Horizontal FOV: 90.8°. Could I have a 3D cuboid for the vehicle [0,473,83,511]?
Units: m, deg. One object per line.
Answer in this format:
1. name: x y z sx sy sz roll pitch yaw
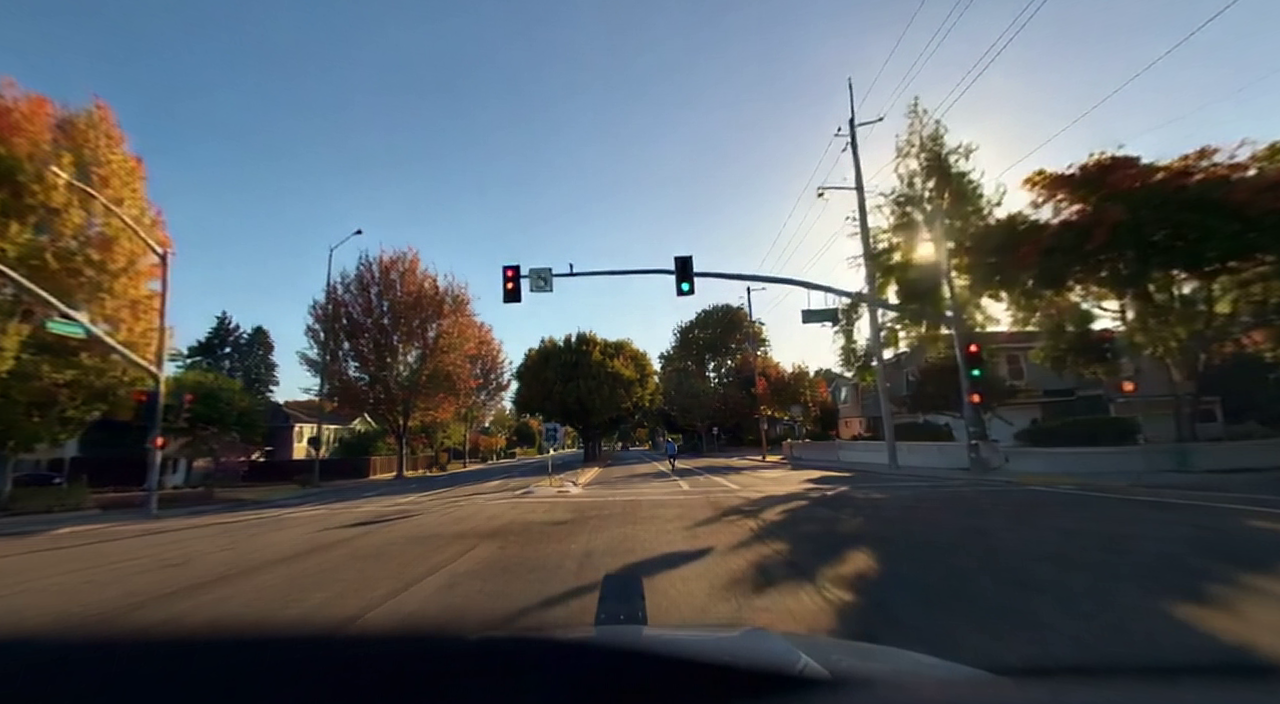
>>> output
1. vehicle: -28.915 6.546 29.779 1.974 1.457 4.248 1 -9 -11
